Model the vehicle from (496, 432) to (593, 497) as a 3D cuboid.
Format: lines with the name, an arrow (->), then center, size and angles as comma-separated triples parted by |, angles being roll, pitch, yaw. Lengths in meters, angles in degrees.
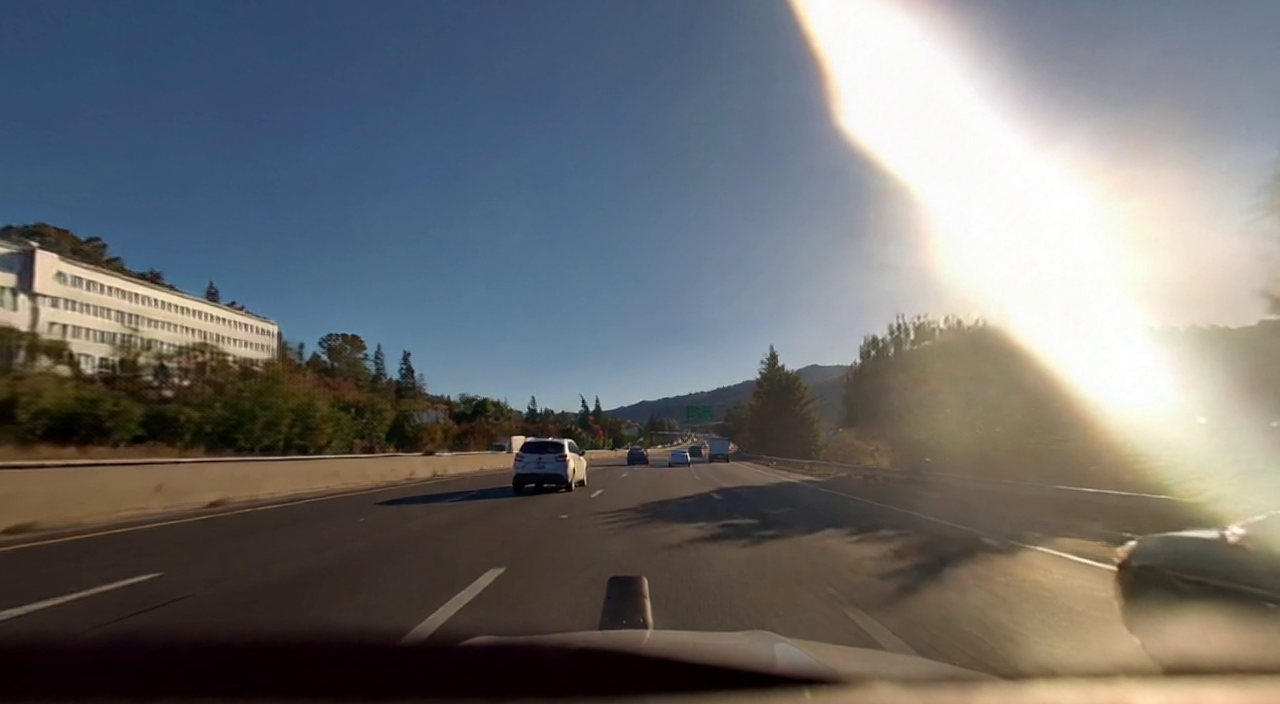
vehicle -> -2.903, 3.567, 20.429 | 2.185, 1.823, 4.854 | 0, -9, 2

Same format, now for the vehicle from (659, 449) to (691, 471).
vehicle -> 2.459, 7.447, 43.705 | 2.158, 1.458, 3.656 | -1, -9, 5

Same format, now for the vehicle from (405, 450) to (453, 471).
vehicle -> -15.056, 7.754, 45.213 | 1.843, 1.446, 3.893 | -1, -9, 5

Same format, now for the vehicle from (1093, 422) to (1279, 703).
vehicle -> 3.940, 0.903, 1.701 | 2.131, 1.497, 4.456 | 0, -9, 0
